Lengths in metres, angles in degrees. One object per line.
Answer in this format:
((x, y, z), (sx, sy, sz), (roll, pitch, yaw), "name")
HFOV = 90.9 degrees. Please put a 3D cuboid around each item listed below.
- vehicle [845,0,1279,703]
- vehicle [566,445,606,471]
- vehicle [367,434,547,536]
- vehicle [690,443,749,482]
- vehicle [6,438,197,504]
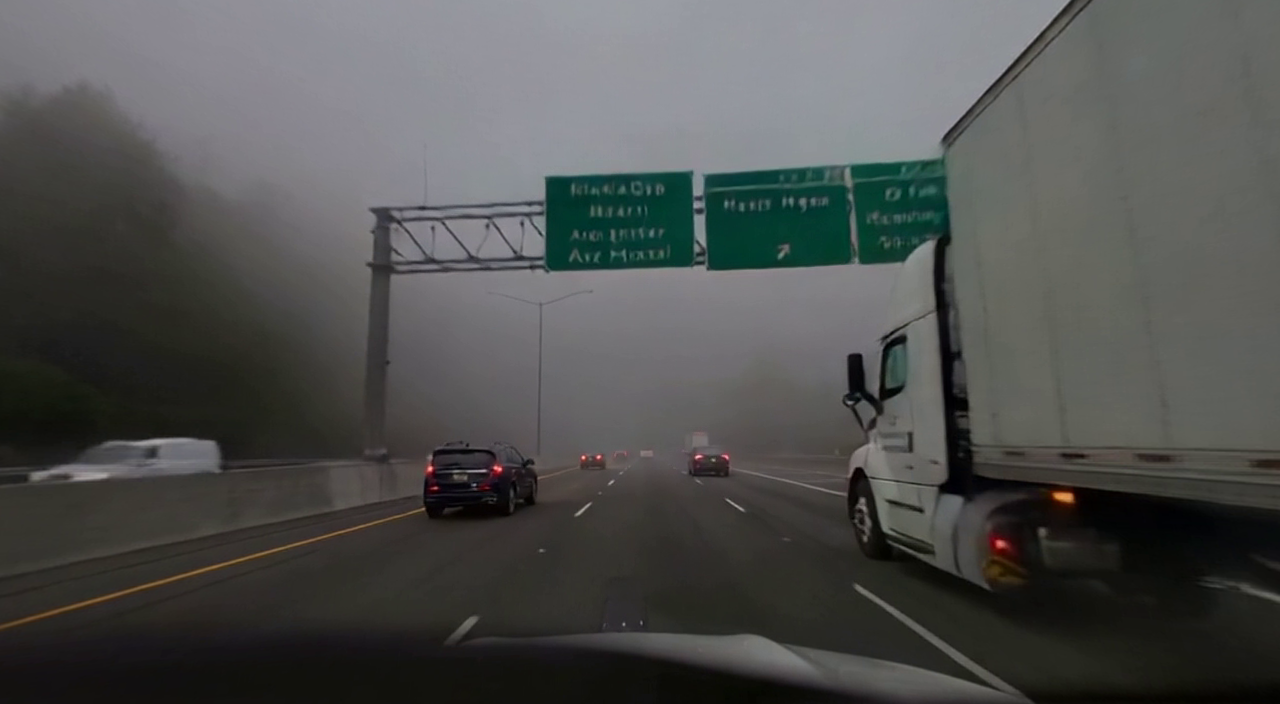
((3.955, -0.280, 2.015), (2.985, 3.895, 11.239), (-1, -8, 1), "vehicle")
((-3.405, 6.760, 40.465), (2.099, 1.494, 4.504), (-1, -8, 1), "vehicle")
((-3.267, 2.471, 12.515), (1.974, 1.589, 5.047), (-1, -8, 1), "vehicle")
((3.235, 4.573, 26.515), (2.040, 1.461, 4.822), (-1, -8, 2), "vehicle")
((-19.619, 4.317, 23.466), (2.324, 2.129, 5.351), (-1, -8, 1), "vehicle")
